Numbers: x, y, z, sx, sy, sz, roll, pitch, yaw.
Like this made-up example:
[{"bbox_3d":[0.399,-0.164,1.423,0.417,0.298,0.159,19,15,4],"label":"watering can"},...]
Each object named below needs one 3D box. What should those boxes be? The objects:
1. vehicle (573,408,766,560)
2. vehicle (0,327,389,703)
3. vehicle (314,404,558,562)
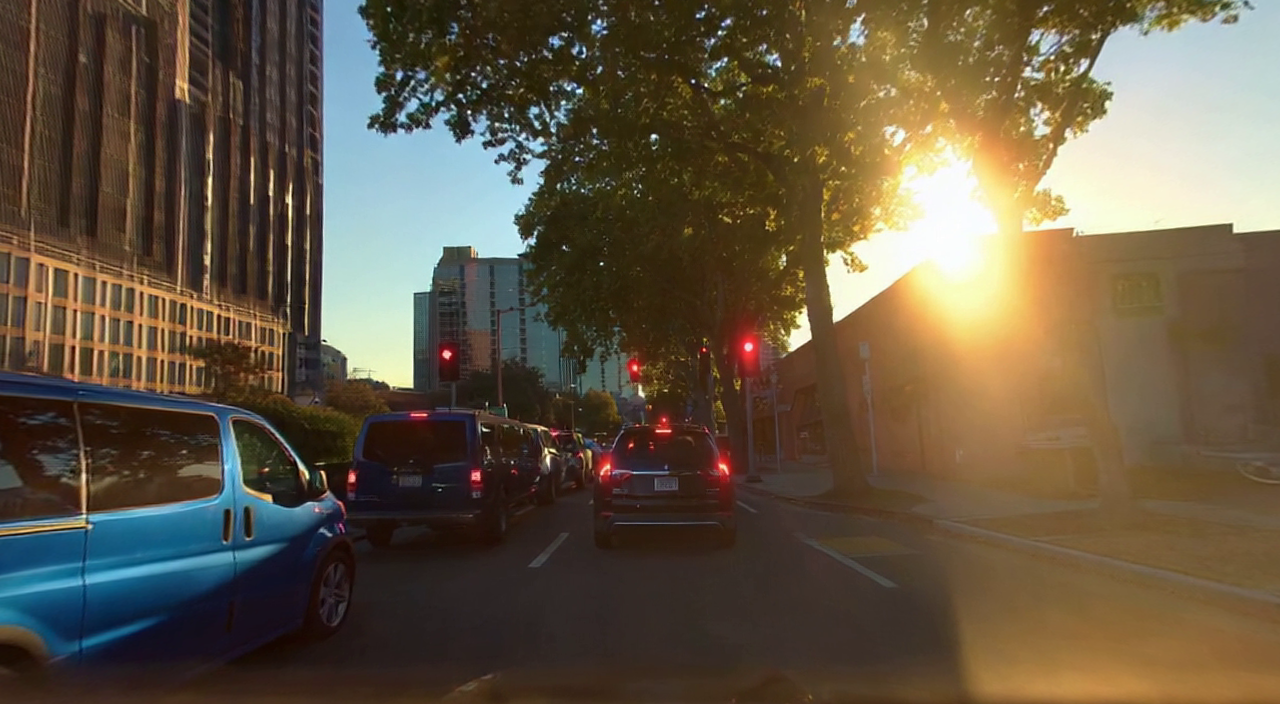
[{"bbox_3d":[0.357,1.808,9.263,2.205,1.727,3.917,0,-8,1],"label":"vehicle"},{"bbox_3d":[-3.168,0.981,3.485,1.940,1.722,3.823,0,-8,0],"label":"vehicle"},{"bbox_3d":[-2.649,1.841,9.609,2.124,1.799,4.587,0,-8,1],"label":"vehicle"}]
